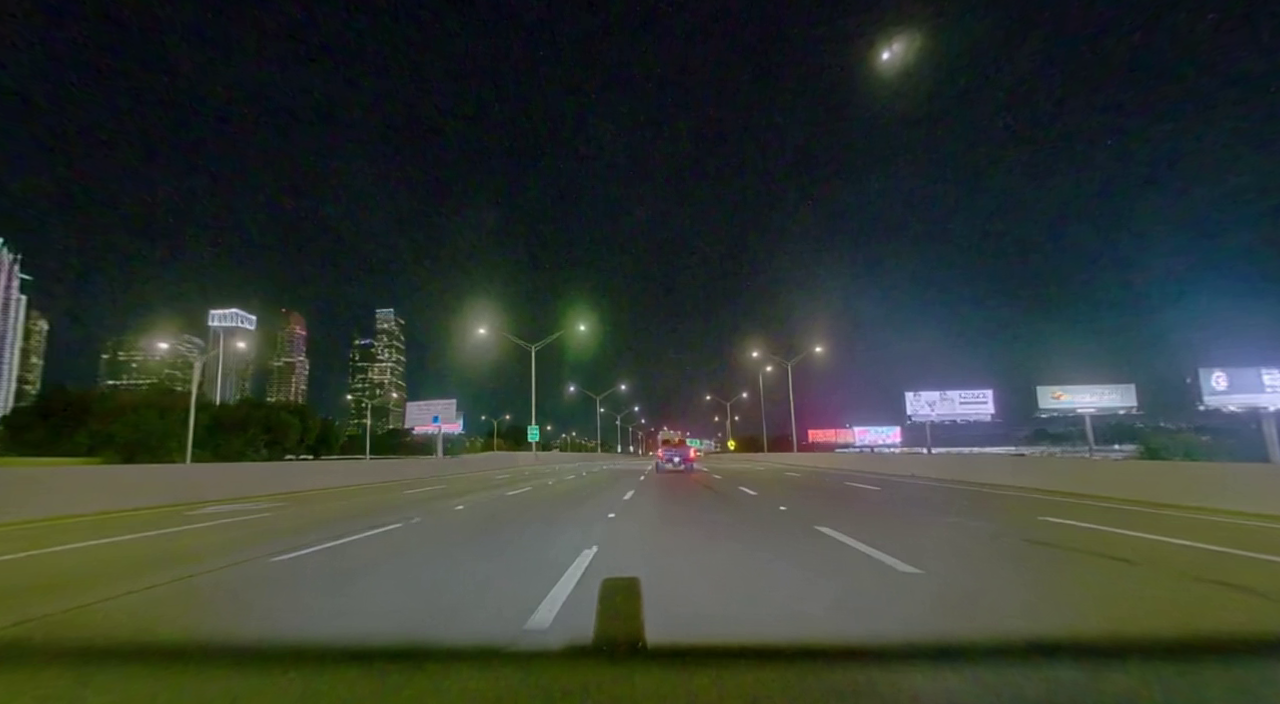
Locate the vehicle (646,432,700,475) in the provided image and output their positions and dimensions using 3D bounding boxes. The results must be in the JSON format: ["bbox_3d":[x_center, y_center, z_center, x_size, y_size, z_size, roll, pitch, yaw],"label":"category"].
[{"bbox_3d":[1.830,5.661,35.202,2.740,2.157,6.300,-1,-9,3],"label":"vehicle"}]
